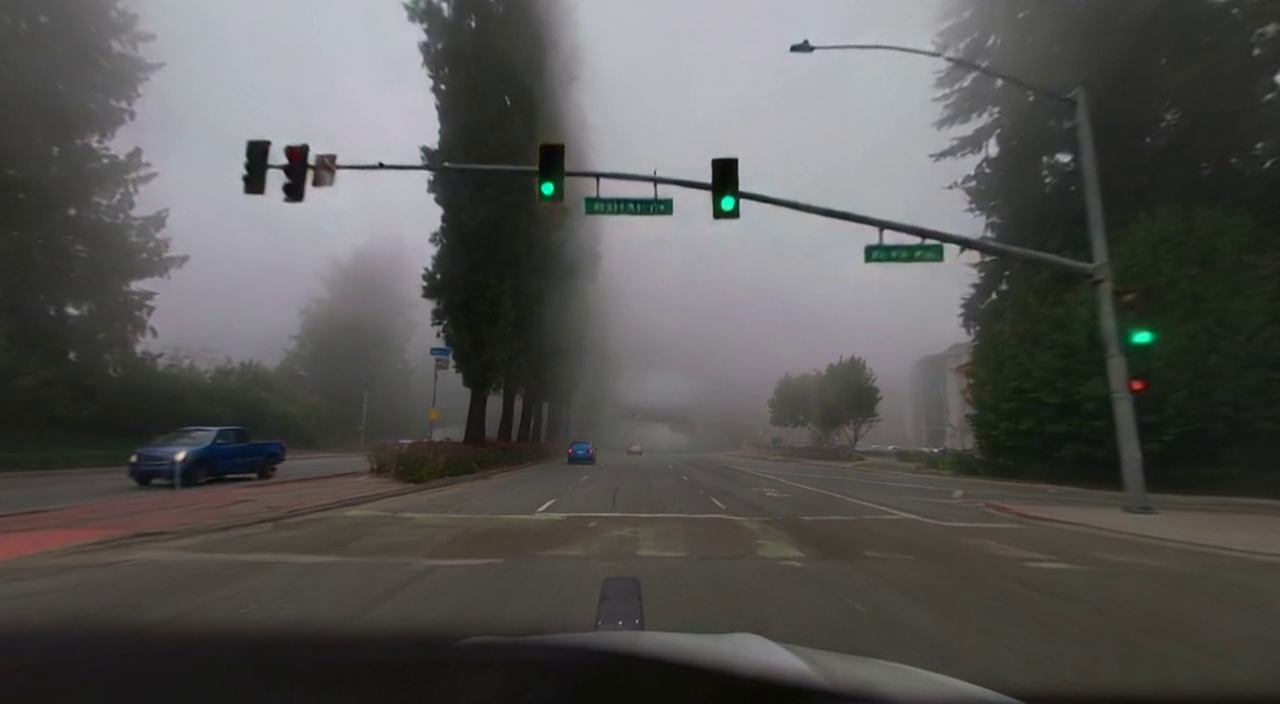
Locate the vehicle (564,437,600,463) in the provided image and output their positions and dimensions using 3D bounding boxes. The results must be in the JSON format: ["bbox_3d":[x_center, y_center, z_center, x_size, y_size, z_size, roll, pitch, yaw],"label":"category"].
[{"bbox_3d":[-3.916,6.694,43.232,2.042,1.686,4.372,0,-9,0],"label":"vehicle"}]

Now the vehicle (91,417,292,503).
[{"bbox_3d":[-12.627,3.066,18.372,2.268,2.038,5.024,-2,-8,-1],"label":"vehicle"}]
